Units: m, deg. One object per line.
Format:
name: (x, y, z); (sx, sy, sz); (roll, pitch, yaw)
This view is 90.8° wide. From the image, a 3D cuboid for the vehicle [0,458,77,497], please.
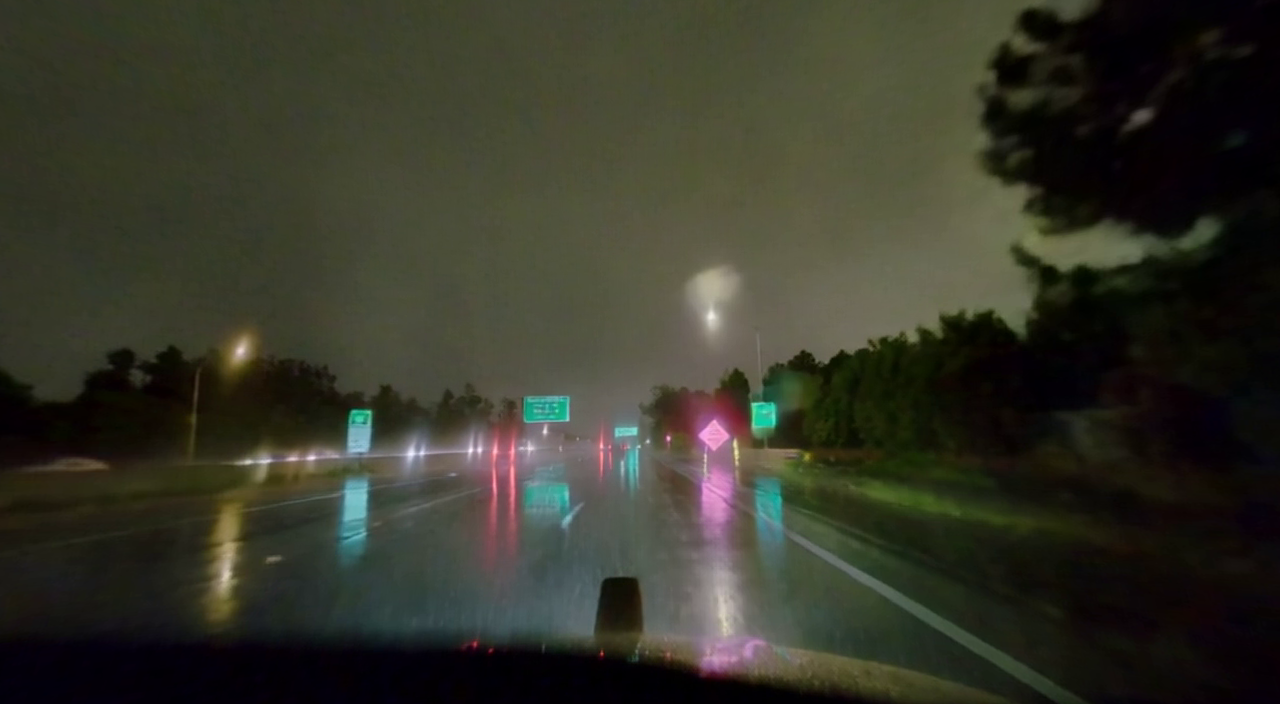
vehicle: (-25.098, 4.963, 25.127); (1.831, 1.410, 3.862); (0, -9, -1)
